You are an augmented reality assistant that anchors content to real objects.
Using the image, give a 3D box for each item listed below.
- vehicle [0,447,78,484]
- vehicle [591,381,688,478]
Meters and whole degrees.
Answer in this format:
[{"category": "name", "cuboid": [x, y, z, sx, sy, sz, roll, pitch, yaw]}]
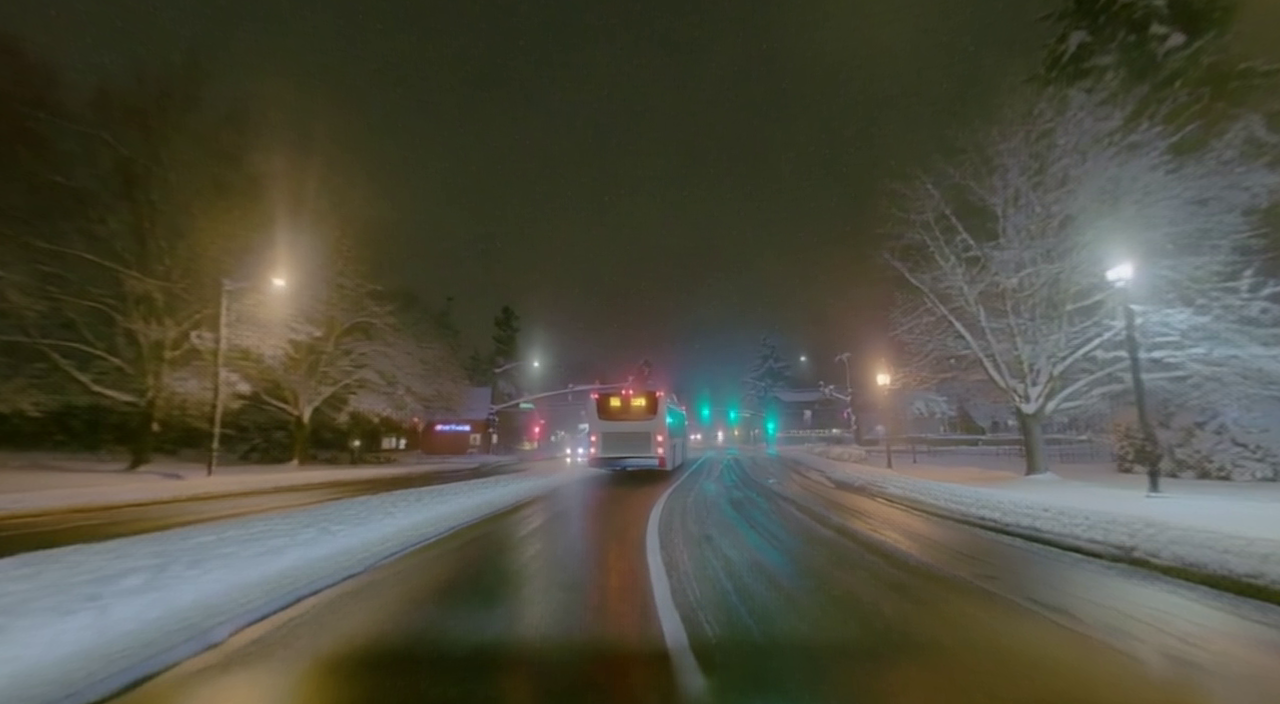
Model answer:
[{"category": "vehicle", "cuboid": [-28.602, 5.135, 28.320, 1.798, 1.484, 4.546, -4, -8, 20]}, {"category": "vehicle", "cuboid": [0.363, 3.603, 27.905, 3.031, 3.429, 11.005, -1, -9, 6]}]
